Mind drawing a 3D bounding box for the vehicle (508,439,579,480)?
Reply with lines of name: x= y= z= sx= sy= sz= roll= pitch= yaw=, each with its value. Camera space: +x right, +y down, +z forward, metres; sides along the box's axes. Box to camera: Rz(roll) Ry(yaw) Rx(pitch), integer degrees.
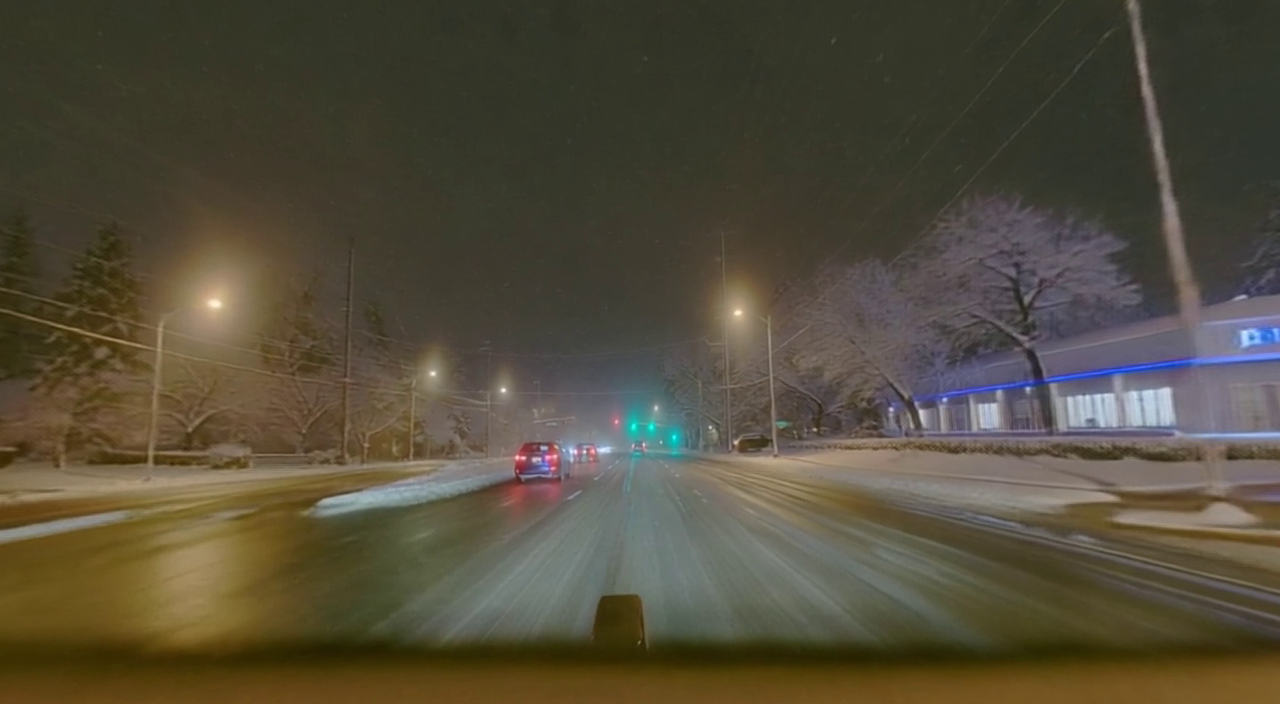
vehicle: x=-3.694 y=4.205 z=24.886 sx=2.076 sy=1.444 sz=4.328 roll=0 pitch=-8 yaw=0
